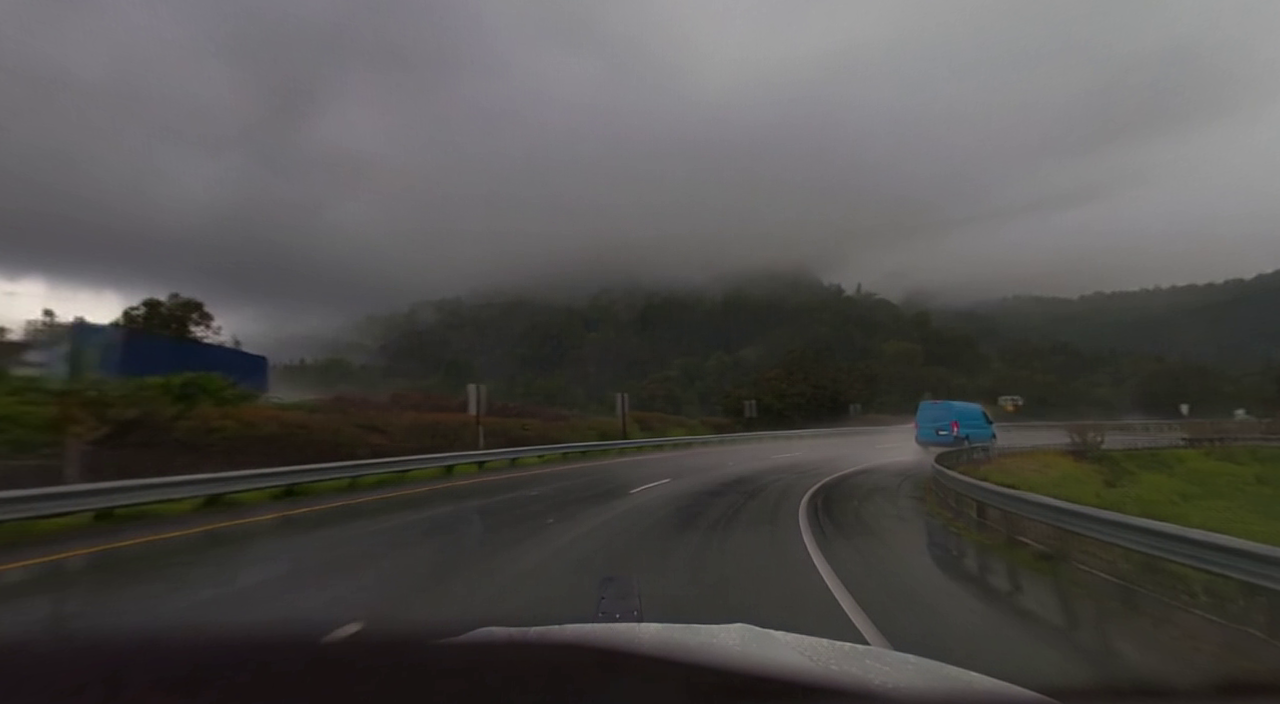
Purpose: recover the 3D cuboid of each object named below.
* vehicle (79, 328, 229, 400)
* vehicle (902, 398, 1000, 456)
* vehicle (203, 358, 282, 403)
[{"bbox_3d":[-29.198,0.961,38.563,2.864,3.410,8.882,0,-8,-6],"label":"vehicle"},{"bbox_3d":[15.389,3.718,31.036,5.330,2.577,2.352,7,-10,-41],"label":"vehicle"},{"bbox_3d":[-29.507,2.201,47.042,2.613,2.825,6.081,0,-8,-9],"label":"vehicle"}]
